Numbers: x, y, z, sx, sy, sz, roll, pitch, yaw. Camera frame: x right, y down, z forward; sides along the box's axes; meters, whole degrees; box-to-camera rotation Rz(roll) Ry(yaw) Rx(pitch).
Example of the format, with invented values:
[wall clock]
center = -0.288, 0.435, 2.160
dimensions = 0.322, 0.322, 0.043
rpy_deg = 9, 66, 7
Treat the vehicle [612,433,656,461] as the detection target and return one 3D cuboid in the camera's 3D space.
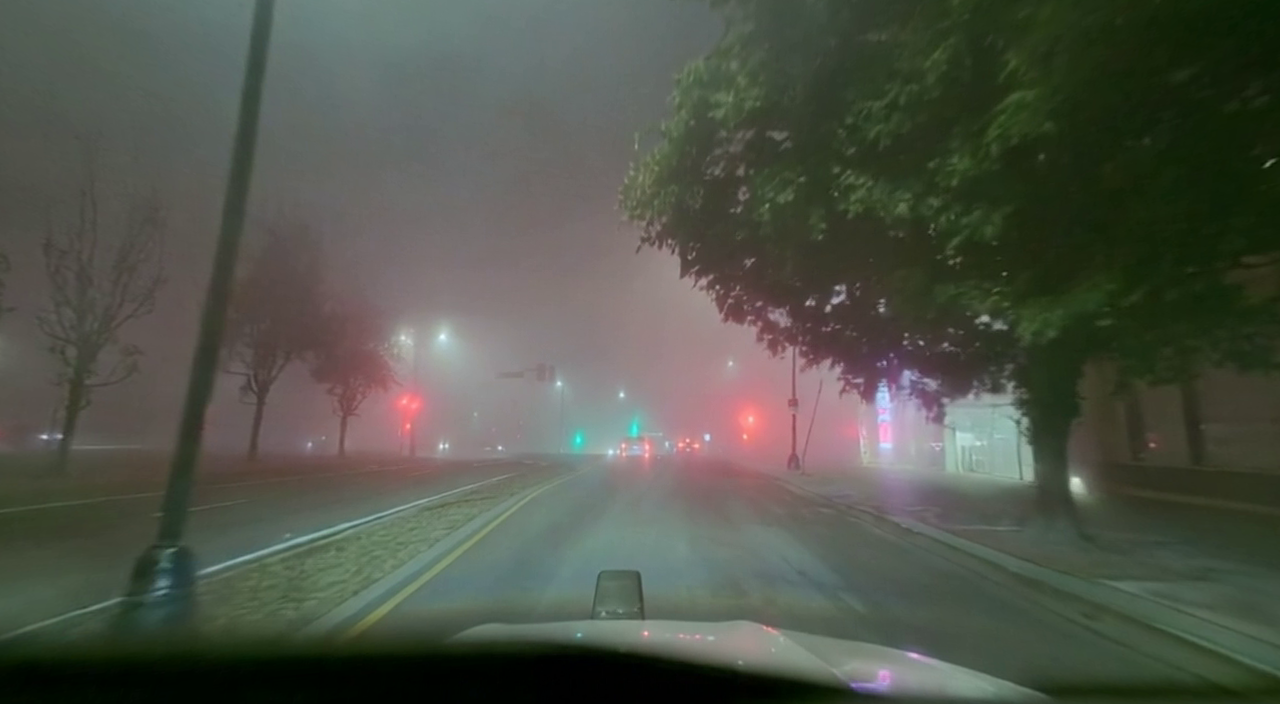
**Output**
[vehicle]
center = -0.255, 5.331, 35.494
dimensions = 2.173, 1.479, 4.264
rpy_deg = 0, -8, 3
